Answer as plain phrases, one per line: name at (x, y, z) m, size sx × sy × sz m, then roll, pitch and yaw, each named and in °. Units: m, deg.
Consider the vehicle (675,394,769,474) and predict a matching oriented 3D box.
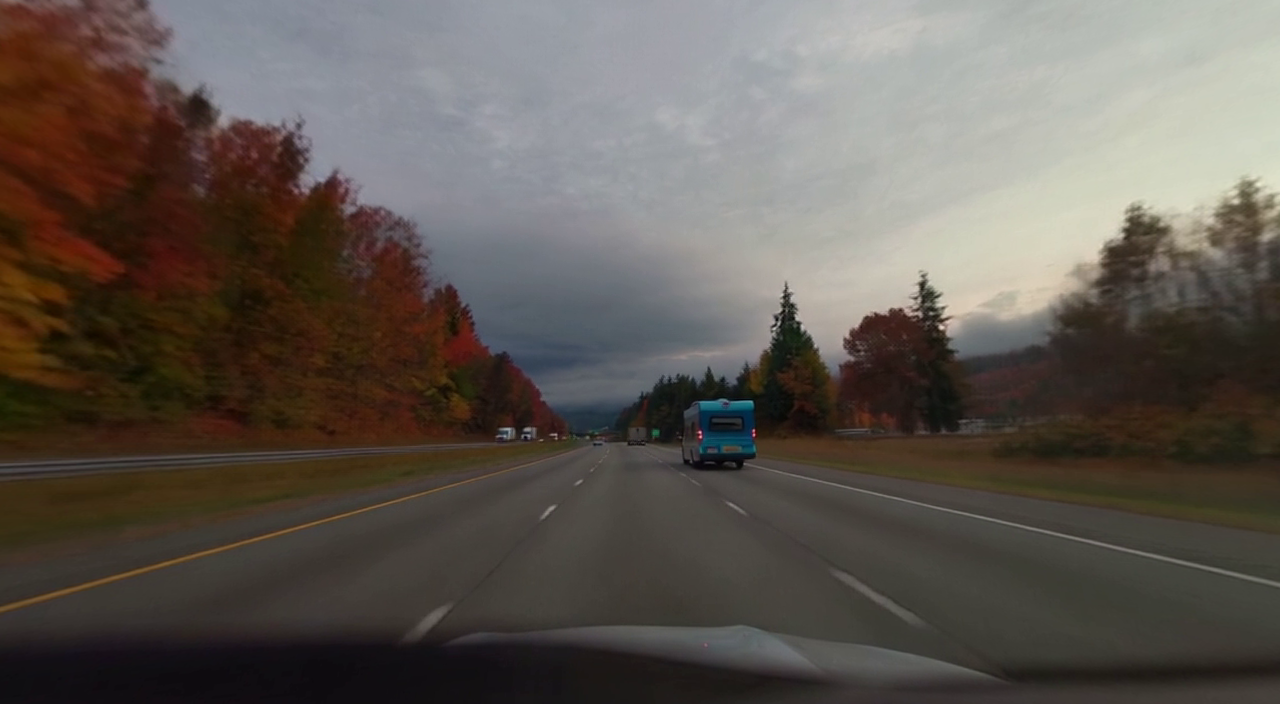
vehicle at (3.198, 3.470, 26.598) m, size 2.815 × 2.876 × 7.101 m, roll 0°, pitch -8°, yaw -2°
